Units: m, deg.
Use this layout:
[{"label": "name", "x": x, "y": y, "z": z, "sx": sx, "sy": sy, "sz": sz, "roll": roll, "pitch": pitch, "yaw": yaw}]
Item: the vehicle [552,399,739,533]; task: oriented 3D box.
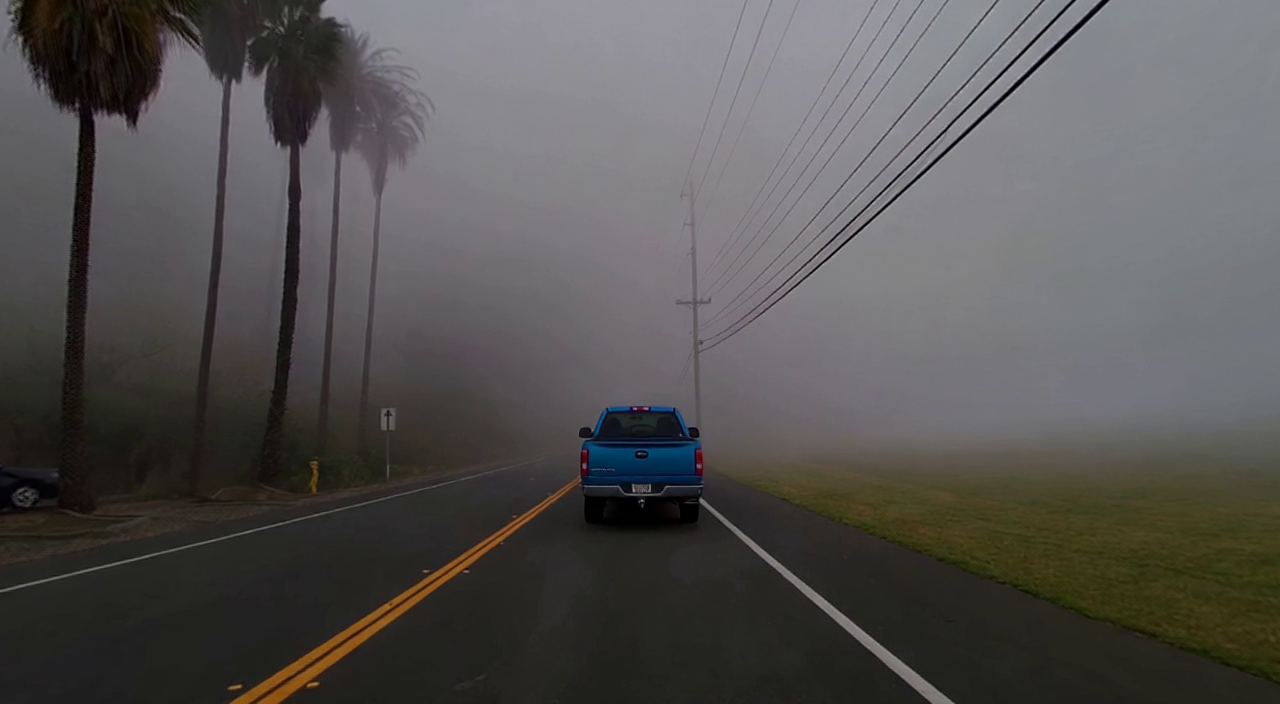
[{"label": "vehicle", "x": 0.044, "y": 2.154, "z": 12.494, "sx": 2.803, "sy": 2.005, "sz": 5.885, "roll": 0, "pitch": -8, "yaw": -1}]
